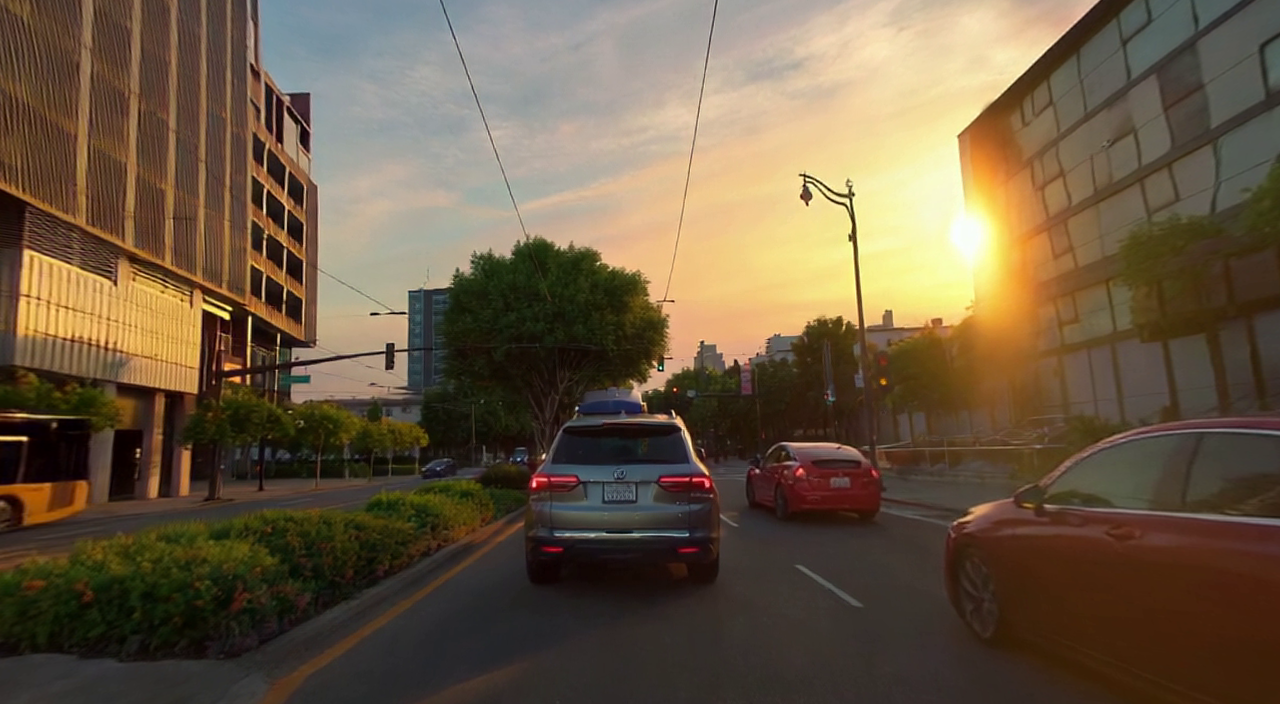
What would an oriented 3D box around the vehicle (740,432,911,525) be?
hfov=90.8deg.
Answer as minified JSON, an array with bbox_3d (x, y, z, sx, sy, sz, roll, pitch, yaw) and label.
[{"bbox_3d":[3.550,2.510,13.091,2.128,1.582,4.188,0,-8,-2],"label":"vehicle"}]

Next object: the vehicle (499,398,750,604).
[{"bbox_3d":[-0.193,1.608,7.713,2.178,1.779,4.255,0,-8,-2],"label":"vehicle"}]

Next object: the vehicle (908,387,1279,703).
[{"bbox_3d":[3.137,0.956,2.729,1.993,1.480,4.324,0,-8,-1],"label":"vehicle"}]
